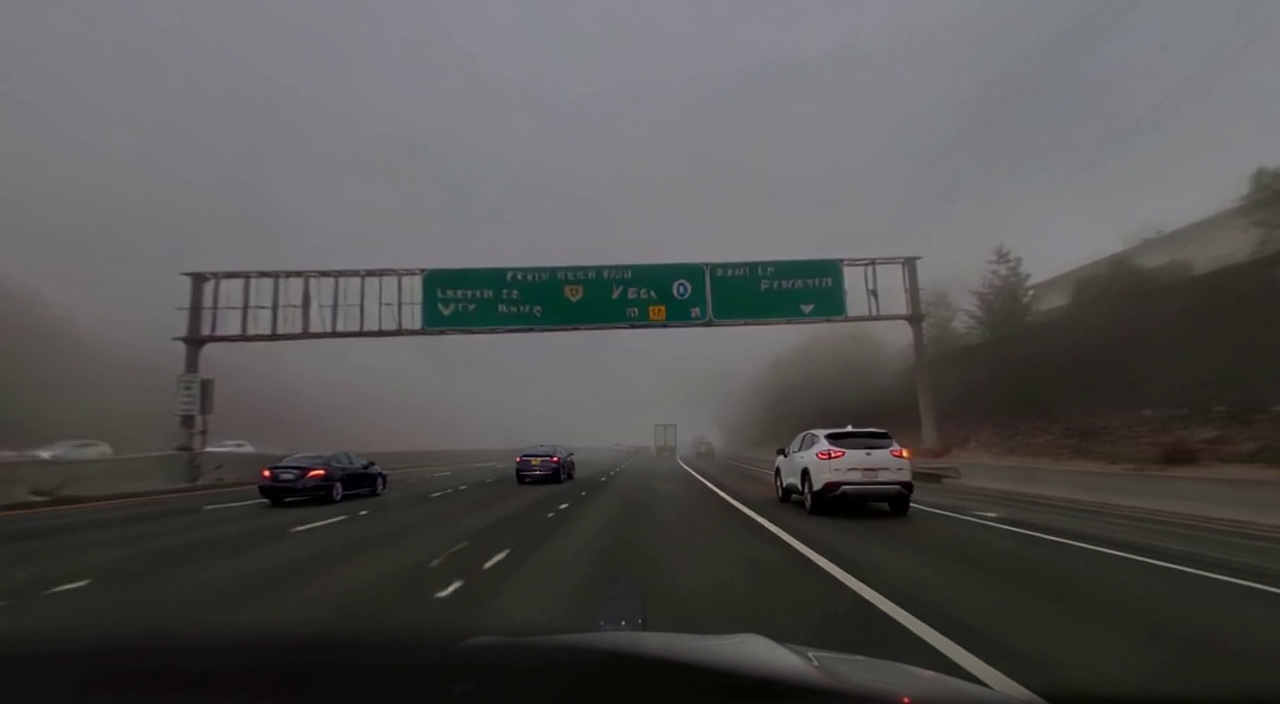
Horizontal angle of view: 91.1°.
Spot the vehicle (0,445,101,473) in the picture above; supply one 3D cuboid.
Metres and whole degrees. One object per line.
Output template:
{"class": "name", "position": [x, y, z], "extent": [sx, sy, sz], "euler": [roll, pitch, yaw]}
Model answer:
{"class": "vehicle", "position": [-31.736, 5.692, 33.720], "extent": [1.745, 1.409, 4.176], "euler": [0, -9, 2]}

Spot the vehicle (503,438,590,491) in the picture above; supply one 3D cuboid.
{"class": "vehicle", "position": [-2.797, 3.478, 19.741], "extent": [1.947, 1.479, 4.114], "euler": [0, -9, 2]}

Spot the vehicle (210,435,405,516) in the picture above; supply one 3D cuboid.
{"class": "vehicle", "position": [-6.970, 2.611, 13.780], "extent": [1.909, 1.482, 4.140], "euler": [0, -9, 1]}

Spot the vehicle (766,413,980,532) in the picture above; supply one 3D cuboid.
{"class": "vehicle", "position": [3.840, 2.097, 11.472], "extent": [2.108, 1.709, 4.703], "euler": [0, -9, 0]}

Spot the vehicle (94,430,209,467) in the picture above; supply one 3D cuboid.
{"class": "vehicle", "position": [-27.541, 5.460, 35.683], "extent": [2.130, 1.945, 5.252], "euler": [0, -9, 2]}
